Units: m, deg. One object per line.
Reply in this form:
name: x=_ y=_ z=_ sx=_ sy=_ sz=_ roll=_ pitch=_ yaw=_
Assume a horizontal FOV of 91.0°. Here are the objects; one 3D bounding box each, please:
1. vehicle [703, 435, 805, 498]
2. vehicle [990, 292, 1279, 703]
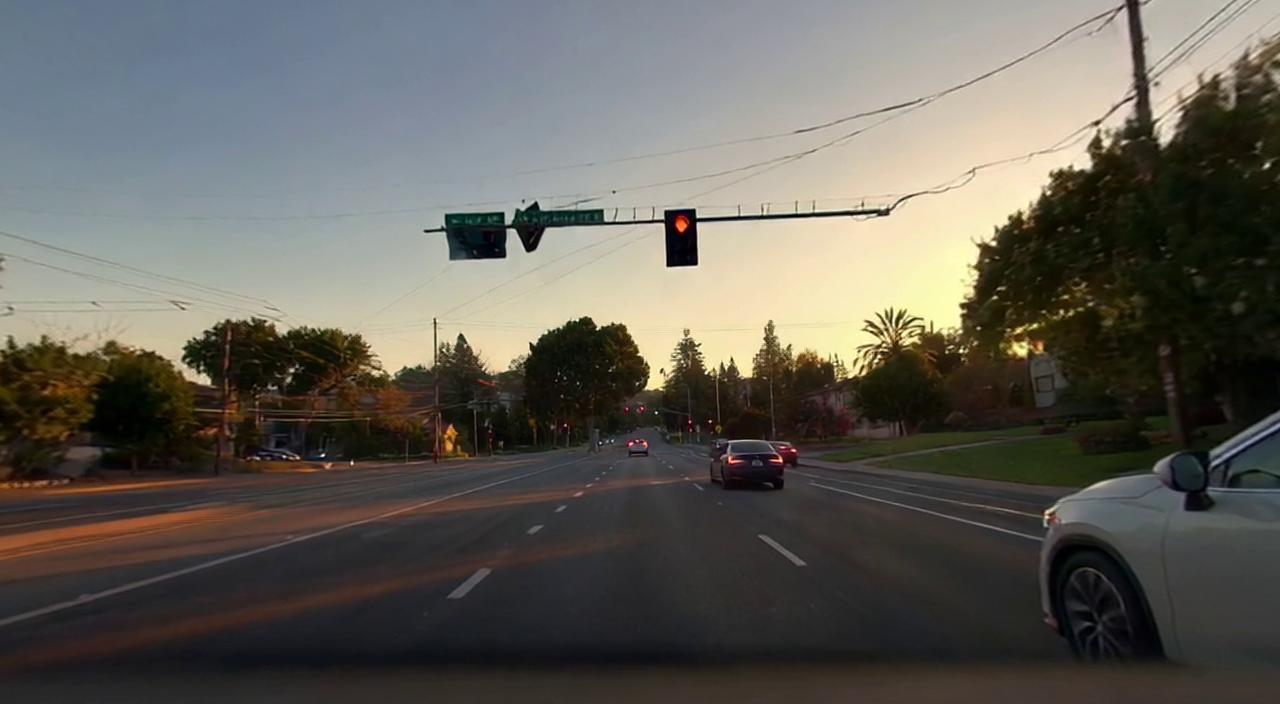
vehicle: x=2.910 y=3.021 z=16.990 sx=1.889 sy=1.451 sz=4.180 roll=0 pitch=-9 yaw=-1
vehicle: x=3.062 y=0.586 z=1.205 sx=2.129 sy=1.761 sz=4.610 roll=0 pitch=-9 yaw=0
